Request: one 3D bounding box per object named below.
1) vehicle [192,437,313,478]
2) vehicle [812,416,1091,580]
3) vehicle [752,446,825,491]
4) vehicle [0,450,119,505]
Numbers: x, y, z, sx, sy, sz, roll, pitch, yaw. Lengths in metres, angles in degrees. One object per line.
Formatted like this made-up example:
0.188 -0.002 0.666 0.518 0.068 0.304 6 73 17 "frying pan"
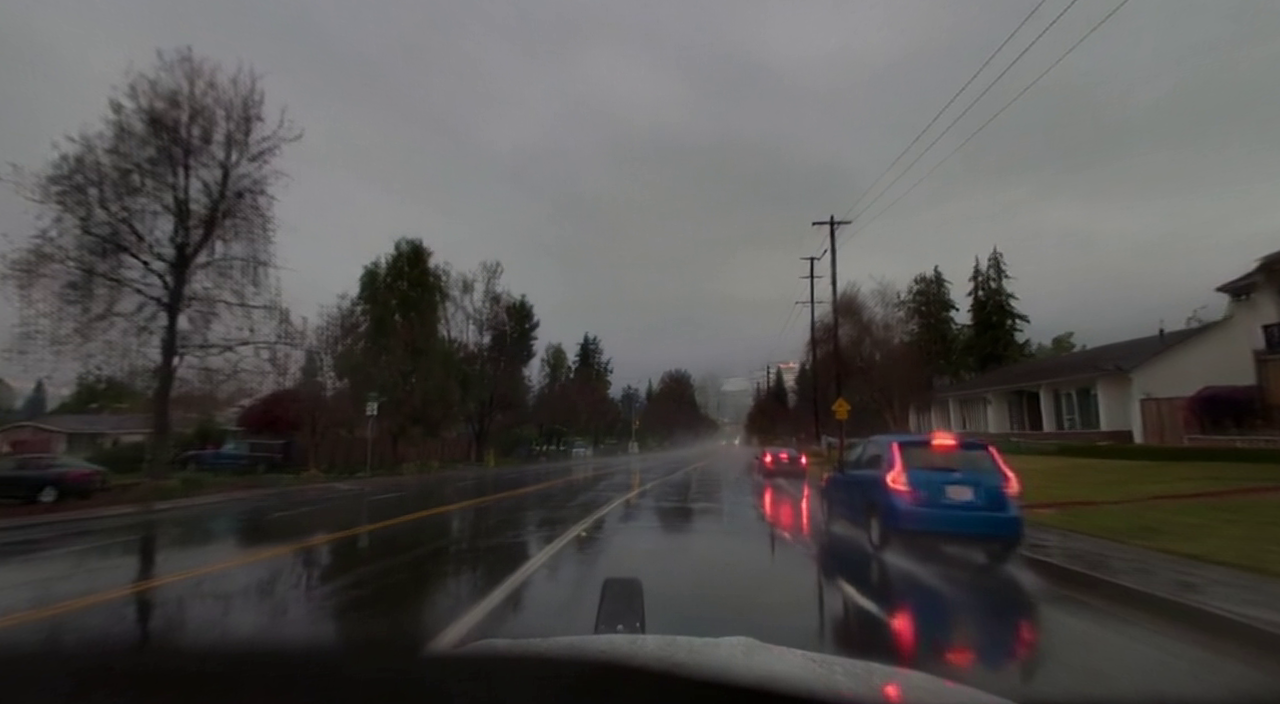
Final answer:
-20.718 5.621 33.896 5.134 2.110 2.040 0 -8 3 "vehicle"
4.042 1.931 9.235 1.989 1.782 4.351 0 -8 3 "vehicle"
5.281 4.165 23.077 1.993 1.457 4.599 -1 -8 6 "vehicle"
-19.022 3.851 19.663 4.284 1.549 1.828 -1 -8 9 "vehicle"
